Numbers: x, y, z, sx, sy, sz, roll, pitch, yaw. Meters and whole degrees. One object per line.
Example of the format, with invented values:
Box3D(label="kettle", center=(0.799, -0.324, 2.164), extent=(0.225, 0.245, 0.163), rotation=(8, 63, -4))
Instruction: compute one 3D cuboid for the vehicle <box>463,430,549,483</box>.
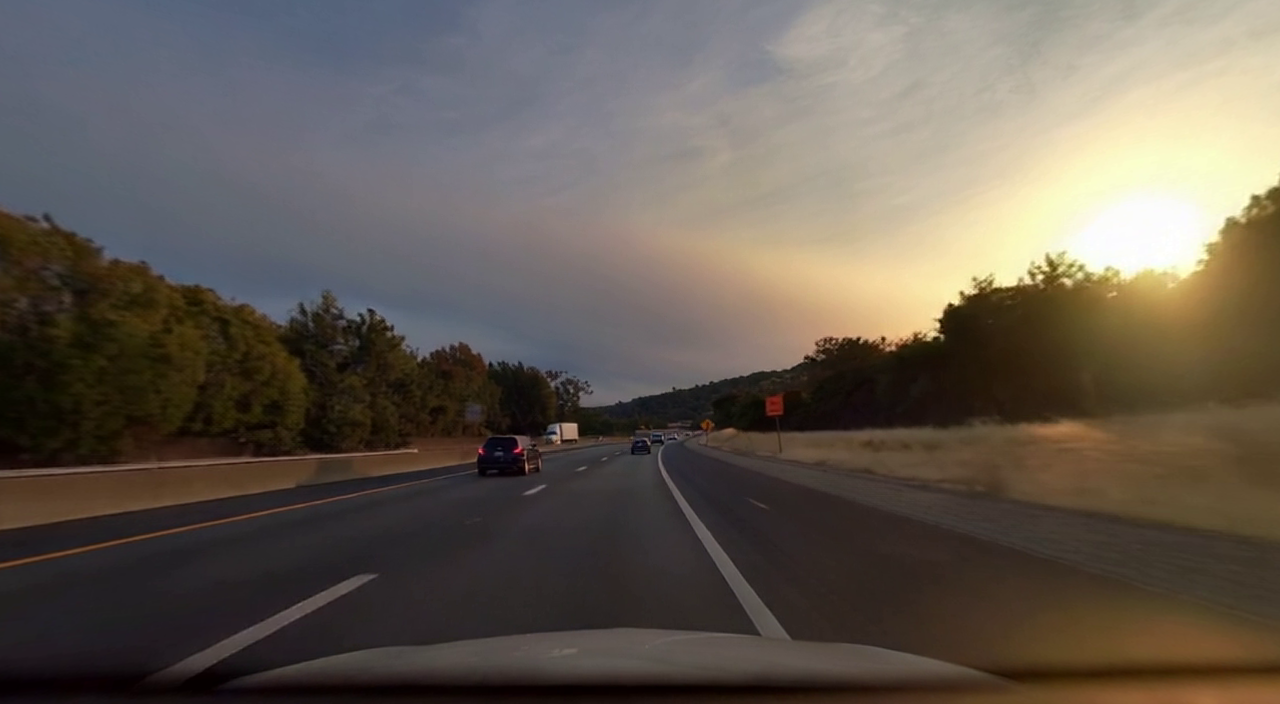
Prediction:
Box3D(label="vehicle", center=(-4.646, 3.695, 22.504), extent=(2.075, 1.653, 4.317), rotation=(-1, -8, 1))

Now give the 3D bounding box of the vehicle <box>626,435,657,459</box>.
Box3D(label="vehicle", center=(0.073, 6.819, 45.268), extent=(2.146, 1.636, 4.026), rotation=(0, -8, 0))
